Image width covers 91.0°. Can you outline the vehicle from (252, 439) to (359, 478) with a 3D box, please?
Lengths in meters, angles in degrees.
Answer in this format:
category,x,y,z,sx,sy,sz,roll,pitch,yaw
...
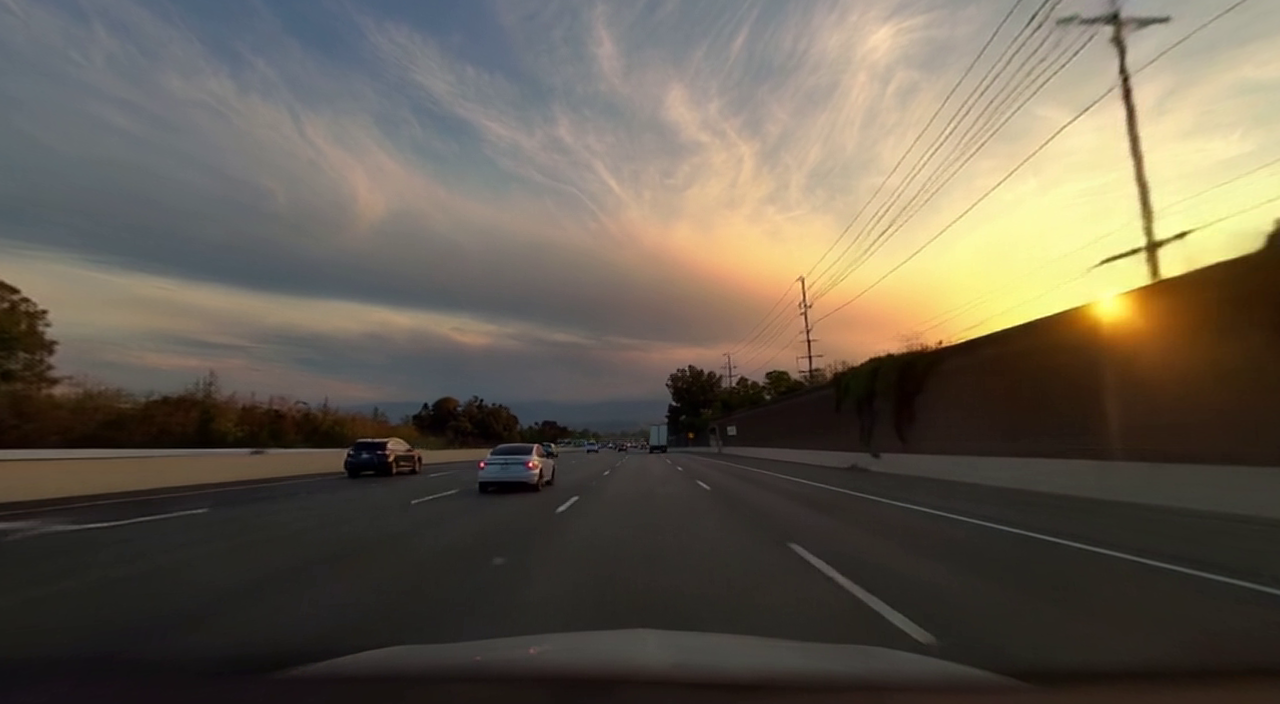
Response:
category,x,y,z,sx,sy,sz,roll,pitch,yaw
vehicle,-14.547,4.654,27.772,2.039,1.516,4.780,0,-9,1

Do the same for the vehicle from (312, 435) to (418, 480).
category,x,y,z,sx,sy,sz,roll,pitch,yaw
vehicle,-10.838,4.197,25.273,2.058,1.621,4.739,0,-9,1

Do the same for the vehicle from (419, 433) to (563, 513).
category,x,y,z,sx,sy,sz,roll,pitch,yaw
vehicle,-3.205,2.730,14.740,2.045,1.532,4.954,0,-9,1

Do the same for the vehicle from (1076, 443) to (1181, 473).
category,x,y,z,sx,sy,sz,roll,pitch,yaw
vehicle,25.901,5.617,33.617,1.818,1.470,4.404,1,-9,-6
